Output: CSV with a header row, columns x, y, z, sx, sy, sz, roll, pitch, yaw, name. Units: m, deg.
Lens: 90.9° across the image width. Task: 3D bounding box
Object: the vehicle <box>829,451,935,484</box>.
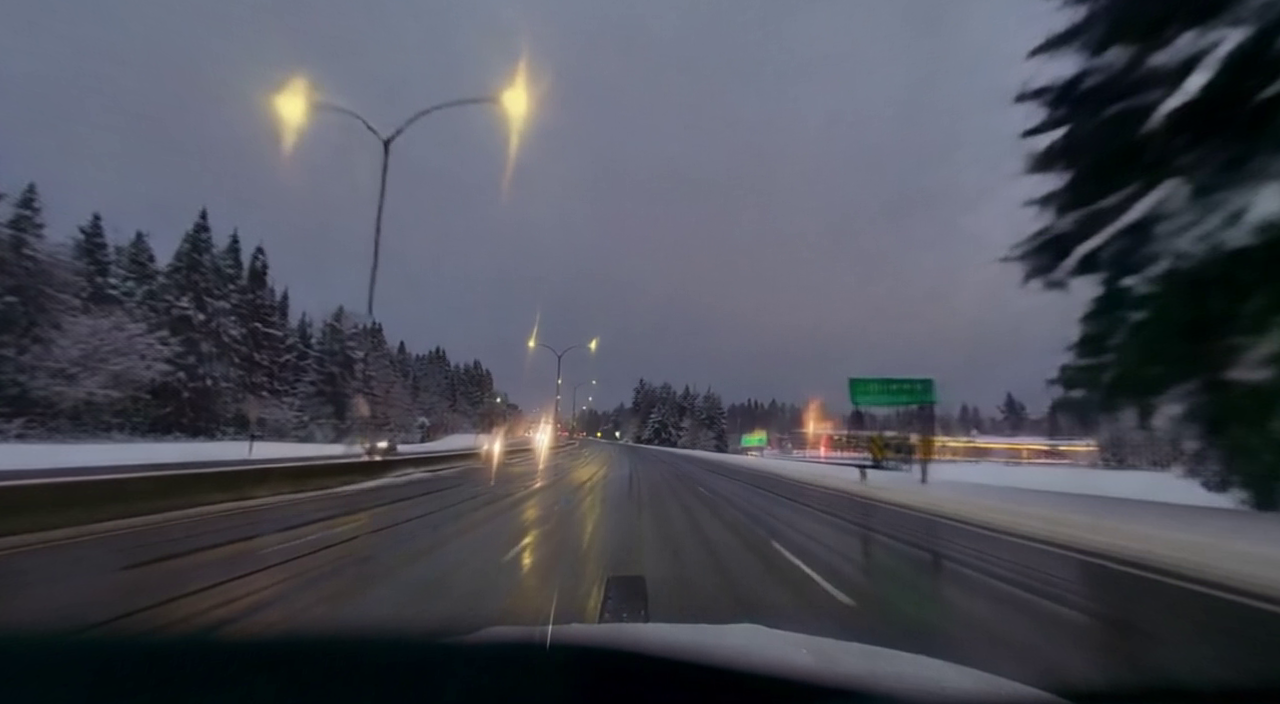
x,y,z,sx,sy,sz,roll,pitch,yaw,name
9.348,4.490,24.801,2.635,1.057,4.249,1,-8,2,vehicle
